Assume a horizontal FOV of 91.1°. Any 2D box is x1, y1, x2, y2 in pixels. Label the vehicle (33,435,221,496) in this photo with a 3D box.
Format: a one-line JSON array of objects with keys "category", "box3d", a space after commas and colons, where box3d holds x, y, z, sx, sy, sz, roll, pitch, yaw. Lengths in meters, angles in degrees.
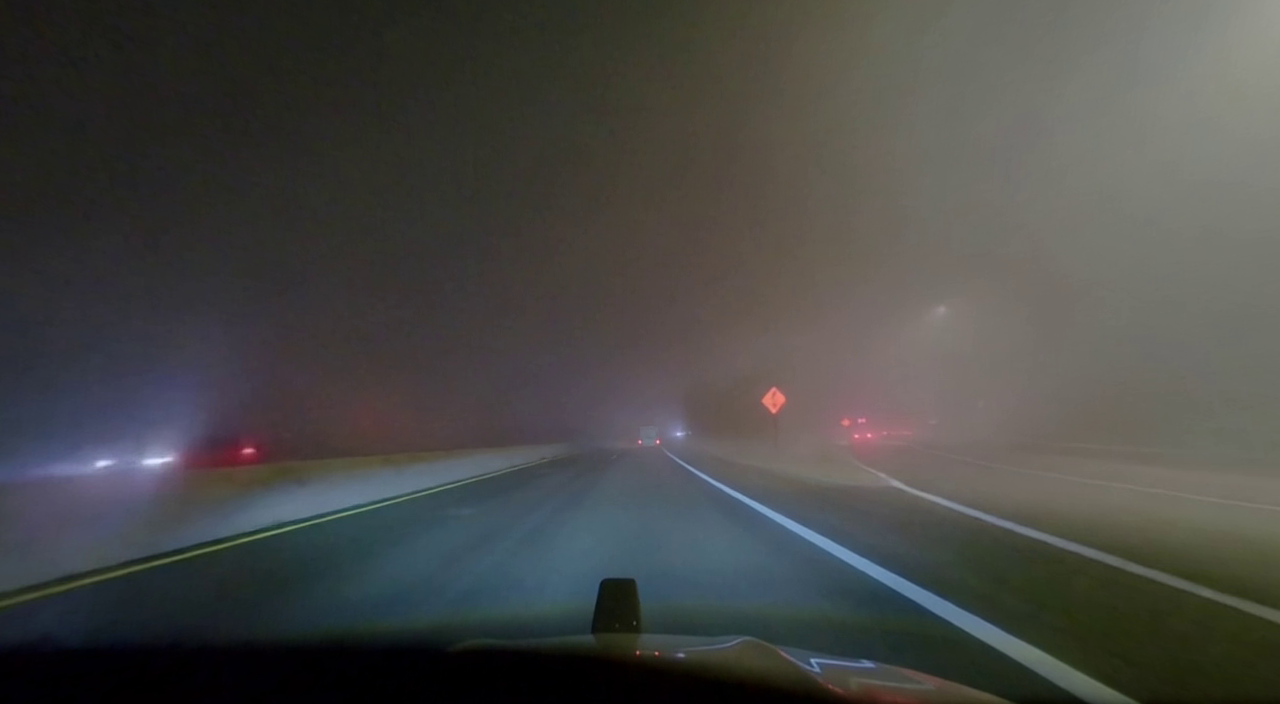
[{"category": "vehicle", "box3d": [-14.082, 3.103, 17.624, 1.828, 1.495, 4.024, 0, -8, 0]}]
